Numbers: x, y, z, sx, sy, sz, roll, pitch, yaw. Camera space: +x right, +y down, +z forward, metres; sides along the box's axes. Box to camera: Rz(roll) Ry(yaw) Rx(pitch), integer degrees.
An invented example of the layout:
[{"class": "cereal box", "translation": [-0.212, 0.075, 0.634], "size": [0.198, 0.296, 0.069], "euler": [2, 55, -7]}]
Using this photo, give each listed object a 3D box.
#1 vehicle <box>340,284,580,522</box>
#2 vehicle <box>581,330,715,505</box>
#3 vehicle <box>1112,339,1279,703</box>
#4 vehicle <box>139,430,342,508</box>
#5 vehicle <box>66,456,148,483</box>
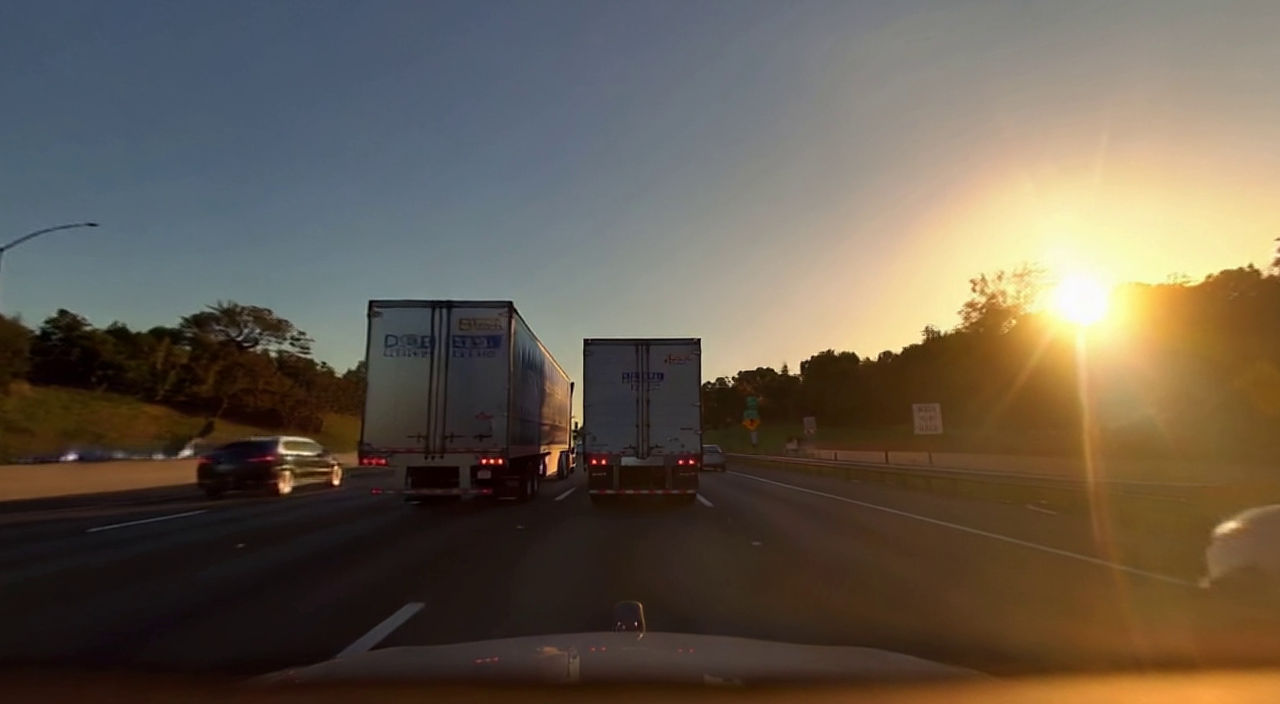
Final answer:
[{"class": "vehicle", "translation": [-3.795, 2.024, 18.821], "size": [2.873, 4.107, 15.970], "euler": [0, -9, -1]}, {"class": "vehicle", "translation": [0.090, 2.142, 18.773], "size": [2.910, 3.828, 9.805], "euler": [0, -9, -1]}, {"class": "vehicle", "translation": [3.887, 0.610, 1.331], "size": [2.136, 1.753, 4.644], "euler": [0, -9, 0]}, {"class": "vehicle", "translation": [-10.928, 3.228, 18.005], "size": [2.120, 1.862, 5.530], "euler": [0, -9, 0]}, {"class": "vehicle", "translation": [-29.041, 6.381, 34.538], "size": [1.479, 1.342, 3.317], "euler": [-1, -9, 3]}]
